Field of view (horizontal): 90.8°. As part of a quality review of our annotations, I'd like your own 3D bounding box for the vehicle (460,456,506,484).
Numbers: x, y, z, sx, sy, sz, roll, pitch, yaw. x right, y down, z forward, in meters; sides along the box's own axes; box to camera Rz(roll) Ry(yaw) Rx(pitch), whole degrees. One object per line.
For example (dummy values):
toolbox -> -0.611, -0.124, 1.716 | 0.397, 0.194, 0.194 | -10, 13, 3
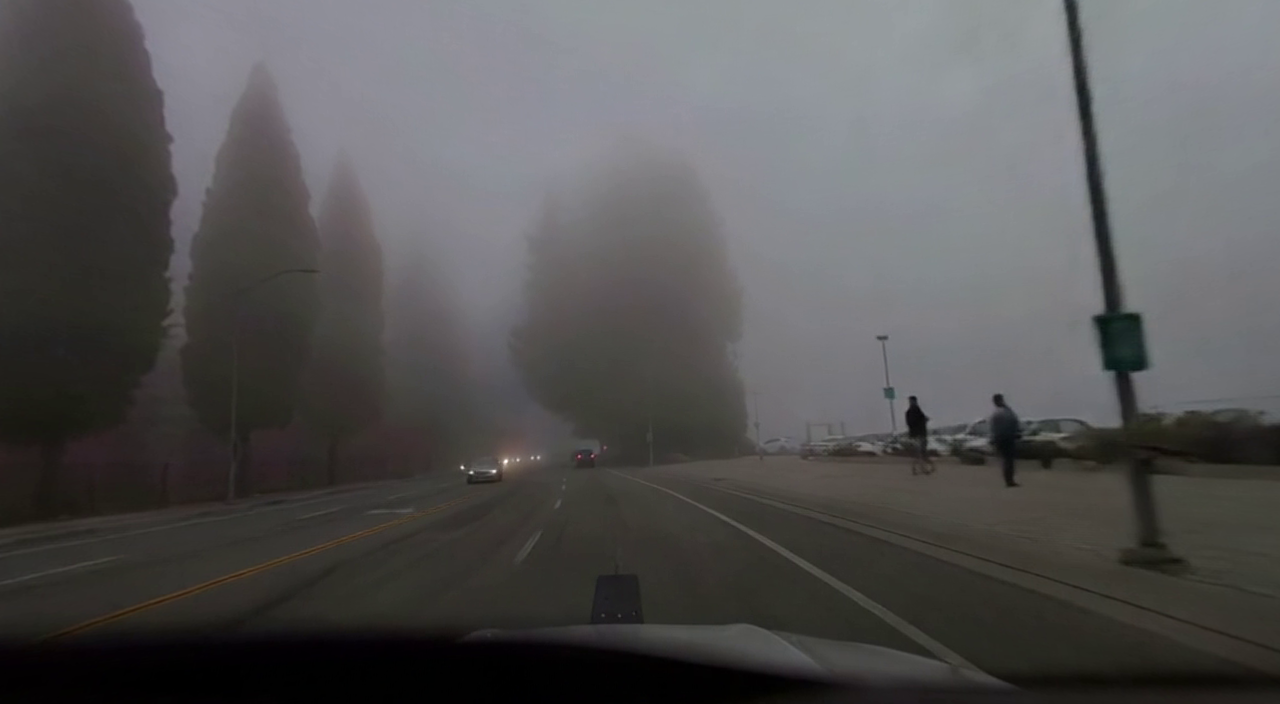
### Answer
vehicle -> -9.371, 7.062, 38.034 | 2.033, 1.511, 4.247 | 1, -9, -6
